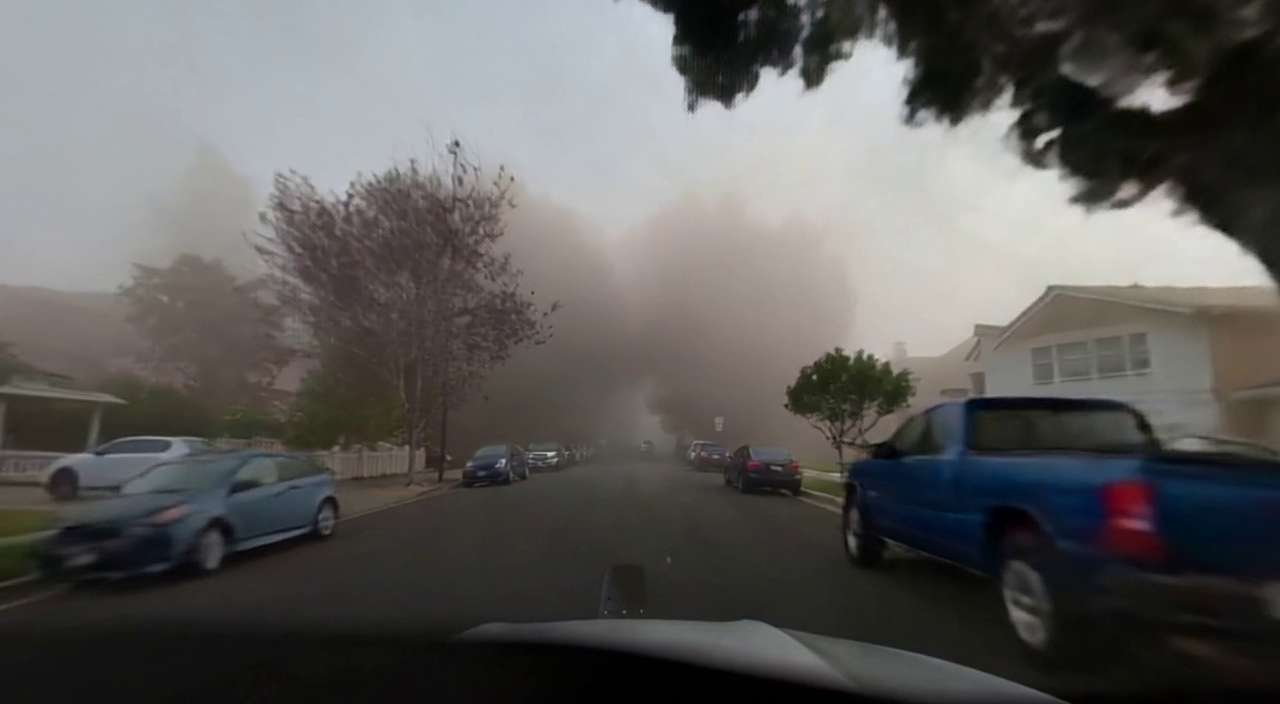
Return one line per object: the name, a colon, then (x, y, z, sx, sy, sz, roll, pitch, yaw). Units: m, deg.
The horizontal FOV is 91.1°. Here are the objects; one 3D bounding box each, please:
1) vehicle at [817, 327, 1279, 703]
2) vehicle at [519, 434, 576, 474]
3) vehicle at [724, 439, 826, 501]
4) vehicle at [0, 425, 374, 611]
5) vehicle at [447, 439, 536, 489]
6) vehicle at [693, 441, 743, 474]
vehicle: (3.311, 1.180, 5.306, 2.240, 1.911, 4.878, 0, -8, 1)
vehicle: (-4.690, 5.243, 32.570, 2.162, 1.857, 4.758, 2, -8, 1)
vehicle: (3.642, 3.266, 17.841, 1.871, 1.514, 4.553, 0, -8, 0)
vehicle: (-5.298, 1.734, 7.708, 1.895, 1.530, 4.496, 2, -8, 2)
vehicle: (-5.185, 3.944, 22.584, 1.872, 1.515, 4.535, 1, -8, 2)
vehicle: (3.744, 5.149, 30.912, 1.987, 1.518, 4.686, 0, -8, 2)
